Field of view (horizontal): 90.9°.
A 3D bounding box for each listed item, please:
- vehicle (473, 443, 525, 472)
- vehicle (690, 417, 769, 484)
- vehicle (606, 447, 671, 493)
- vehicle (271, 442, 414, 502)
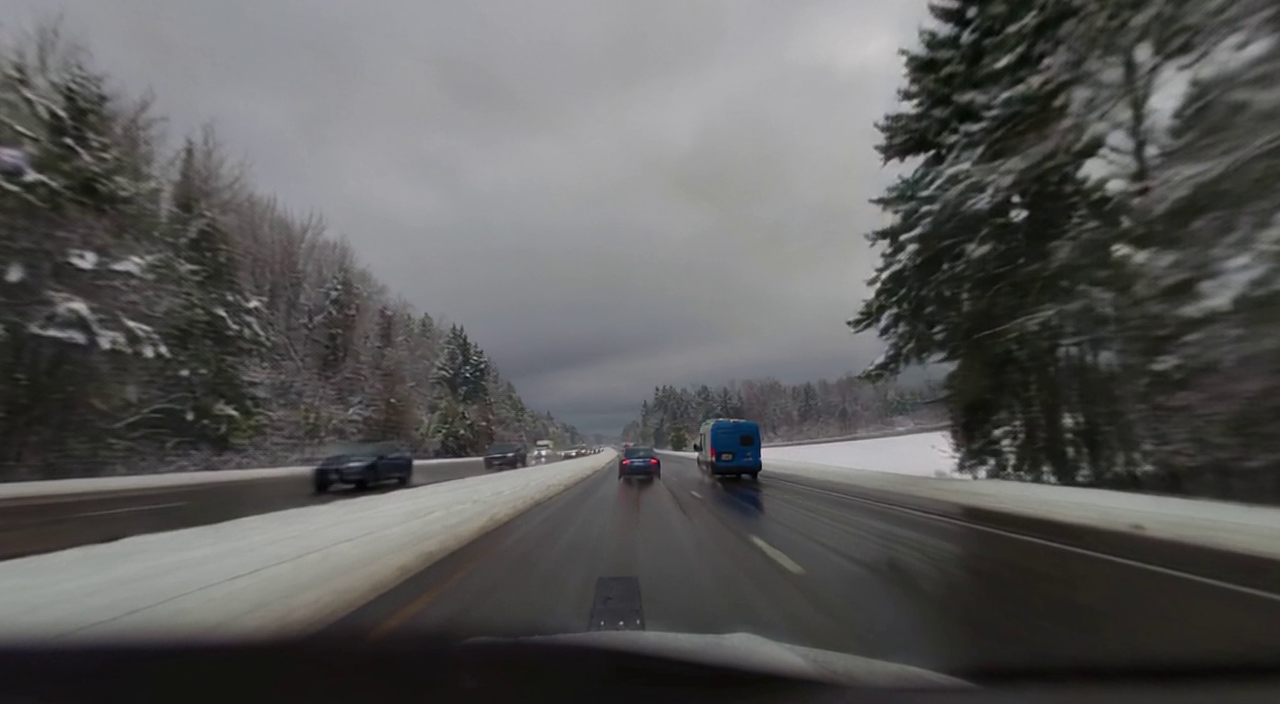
[{"bbox_3d":[-7.929,5.986,35.889,1.899,1.539,4.250,0,-9,1],"label":"vehicle"},{"bbox_3d":[3.805,4.382,28.155,2.513,2.633,5.930,0,-9,-1],"label":"vehicle"},{"bbox_3d":[-0.048,3.995,21.647,2.037,1.417,3.885,0,-9,0],"label":"vehicle"},{"bbox_3d":[-8.024,3.260,17.492,2.047,1.440,3.907,0,-9,0],"label":"vehicle"}]
